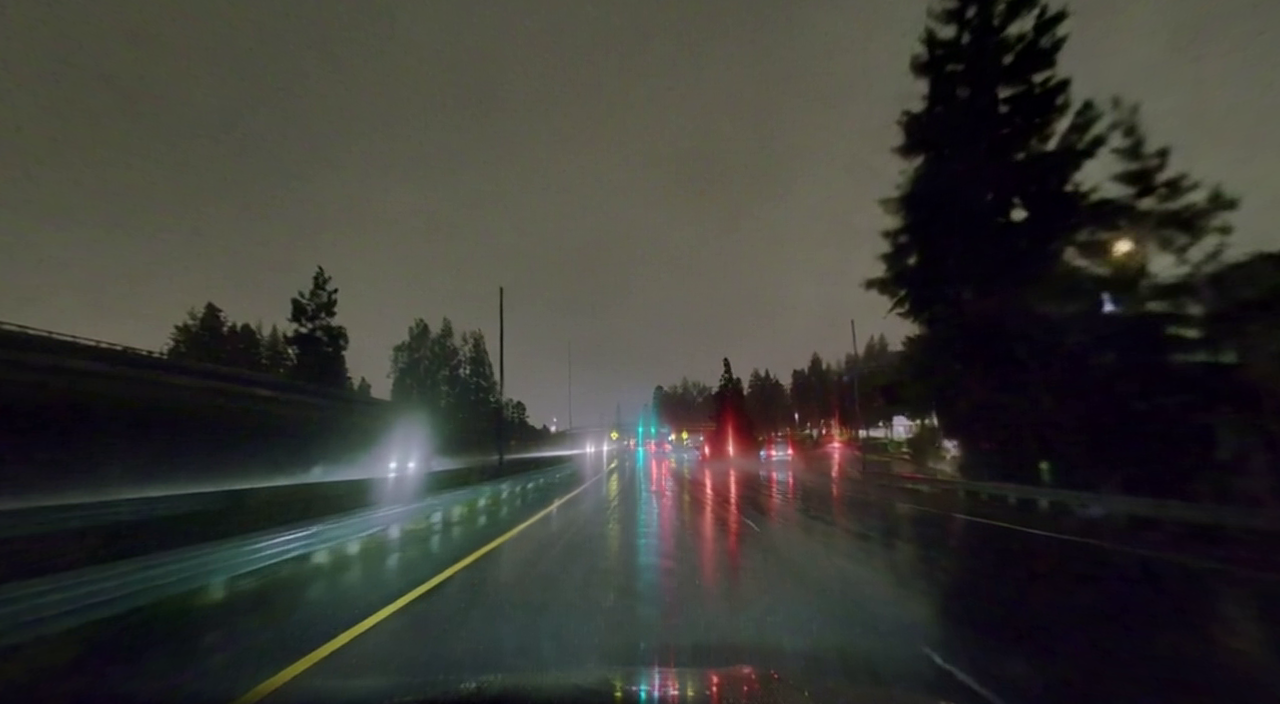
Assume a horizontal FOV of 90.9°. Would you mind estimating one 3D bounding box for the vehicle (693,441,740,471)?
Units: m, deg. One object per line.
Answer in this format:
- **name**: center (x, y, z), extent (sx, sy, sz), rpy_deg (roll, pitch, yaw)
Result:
- **vehicle**: center (4.245, 5.843, 35.614), extent (2.042, 1.518, 4.477), rpy_deg (0, -8, -1)
